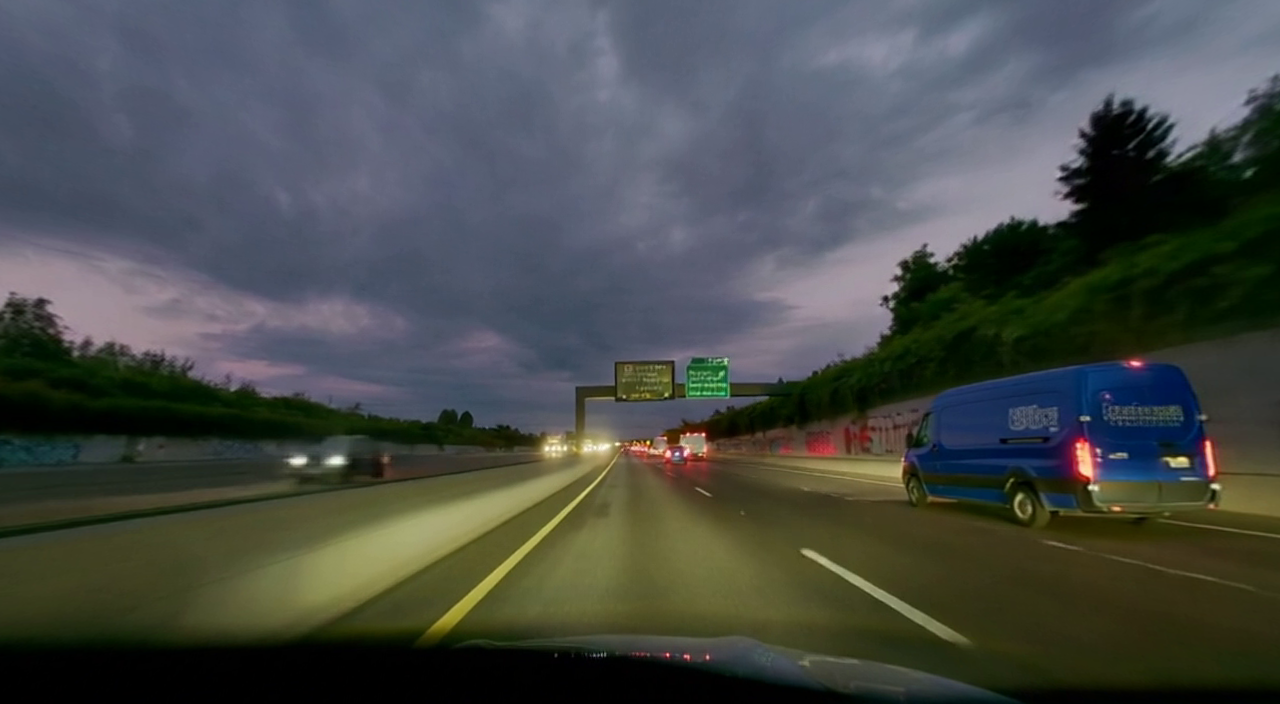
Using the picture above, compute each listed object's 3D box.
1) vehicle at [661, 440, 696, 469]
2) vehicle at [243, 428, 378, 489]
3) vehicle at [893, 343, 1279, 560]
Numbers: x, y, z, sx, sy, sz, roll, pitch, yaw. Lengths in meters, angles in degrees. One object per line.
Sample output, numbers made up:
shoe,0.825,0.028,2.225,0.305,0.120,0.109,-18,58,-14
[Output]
vehicle,2.707,7.382,45.437,2.007,1.943,5.010,0,-9,-3
vehicle,-11.962,3.914,23.368,2.180,1.988,5.316,0,-9,-1
vehicle,6.692,1.619,10.560,2.283,2.631,5.719,0,-9,-2
